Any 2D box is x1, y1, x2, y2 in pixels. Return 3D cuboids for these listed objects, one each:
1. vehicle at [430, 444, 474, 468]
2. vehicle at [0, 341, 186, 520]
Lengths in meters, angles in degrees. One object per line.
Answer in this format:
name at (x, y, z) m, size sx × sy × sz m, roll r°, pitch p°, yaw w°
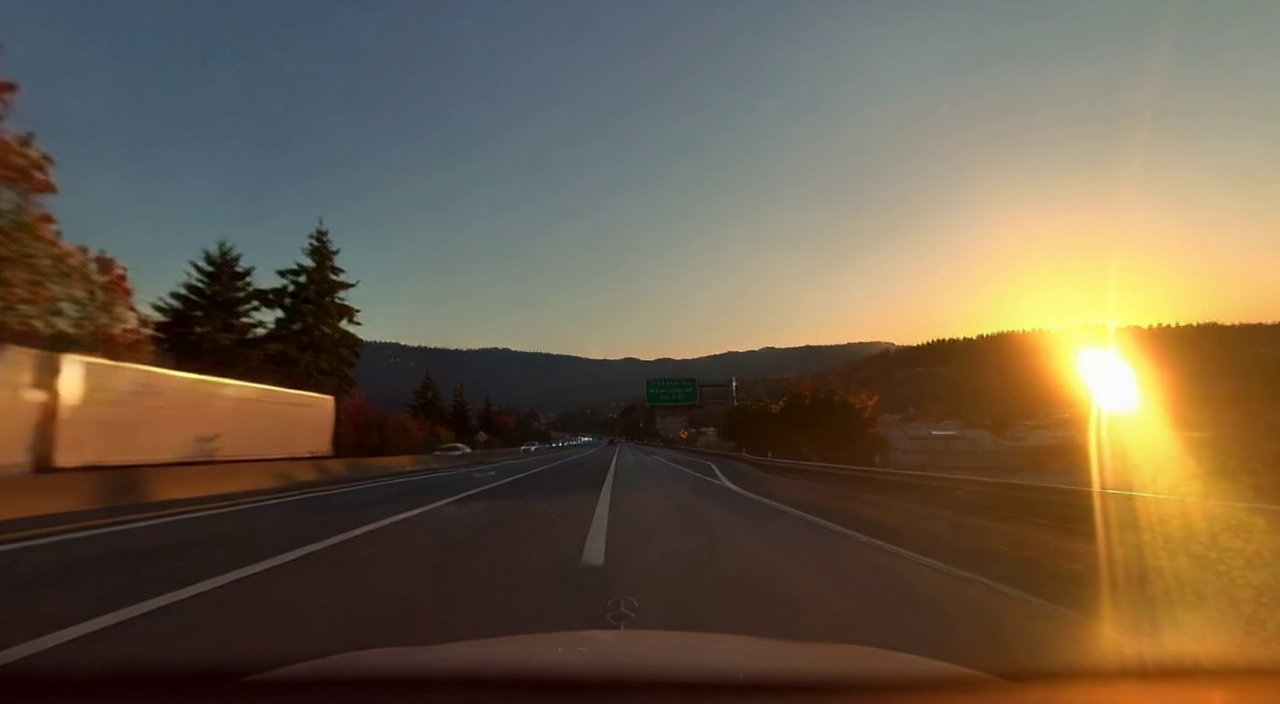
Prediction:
vehicle at (-12.634, 7.029, 42.697) m, size 1.847 × 1.481 × 4.216 m, roll 0°, pitch -9°, yaw -3°
vehicle at (-15.725, 2.151, 16.641) m, size 2.968 × 3.954 × 5.903 m, roll 0°, pitch -9°, yaw -2°
